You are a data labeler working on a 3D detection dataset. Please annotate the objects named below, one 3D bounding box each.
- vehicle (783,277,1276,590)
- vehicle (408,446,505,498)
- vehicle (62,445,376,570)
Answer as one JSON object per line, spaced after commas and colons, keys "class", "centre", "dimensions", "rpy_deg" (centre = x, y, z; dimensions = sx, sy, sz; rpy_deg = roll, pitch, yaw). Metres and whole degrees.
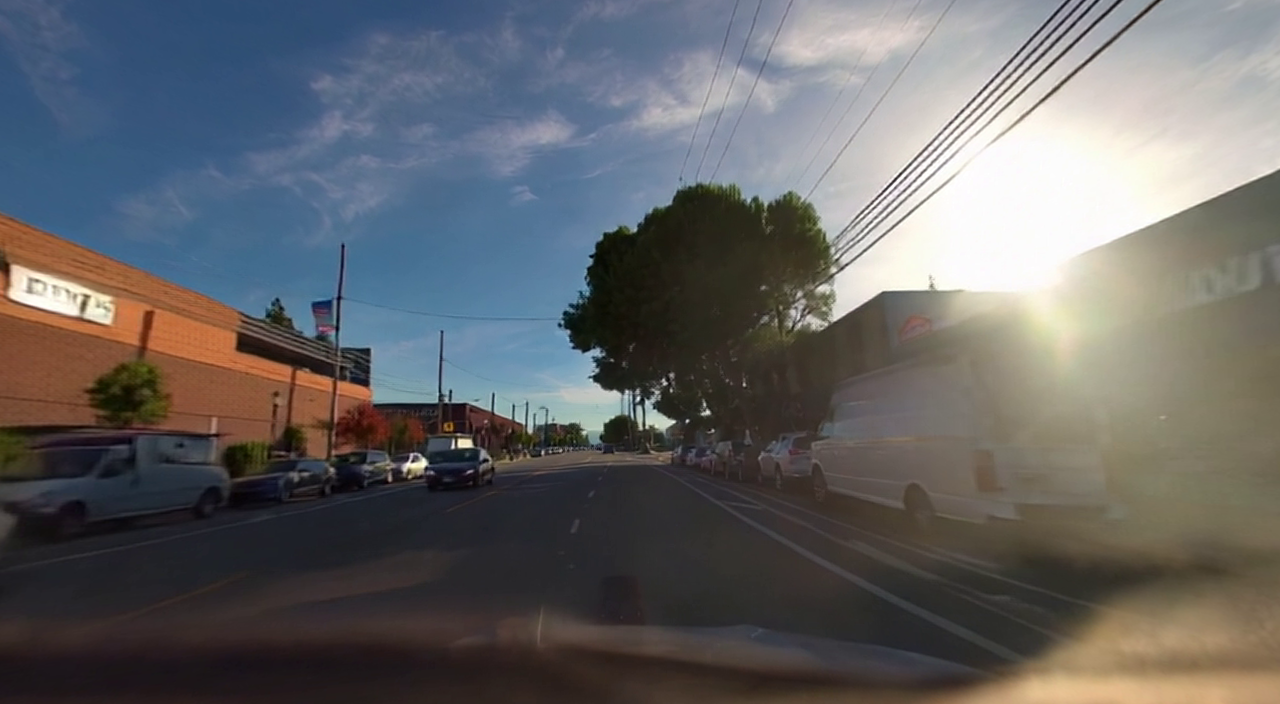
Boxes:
{"class": "vehicle", "centre": [4.846, 1.331, 10.316], "dimensions": [2.815, 3.203, 7.558], "rpy_deg": [0, -8, -3]}
{"class": "vehicle", "centre": [-5.813, 3.810, 20.598], "dimensions": [1.925, 1.479, 4.444], "rpy_deg": [0, -8, -2]}
{"class": "vehicle", "centre": [-5.992, 2.200, 9.843], "dimensions": [1.845, 1.469, 4.413], "rpy_deg": [0, -8, 0]}
